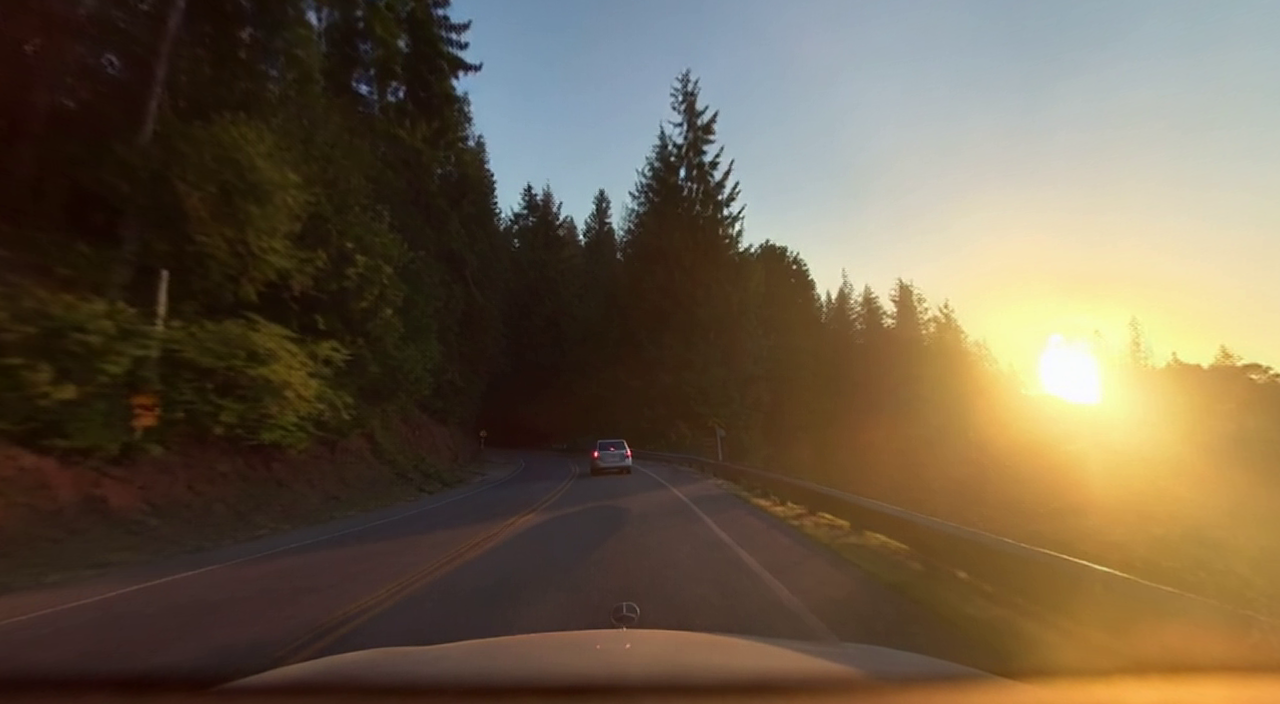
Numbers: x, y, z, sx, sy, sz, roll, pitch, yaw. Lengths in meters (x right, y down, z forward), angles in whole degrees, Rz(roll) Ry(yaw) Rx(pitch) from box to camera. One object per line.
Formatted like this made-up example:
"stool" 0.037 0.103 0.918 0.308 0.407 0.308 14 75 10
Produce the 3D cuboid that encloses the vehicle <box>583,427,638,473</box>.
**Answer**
"vehicle" -1.576 4.827 31.298 2.469 1.953 5.605 -1 -8 -5
